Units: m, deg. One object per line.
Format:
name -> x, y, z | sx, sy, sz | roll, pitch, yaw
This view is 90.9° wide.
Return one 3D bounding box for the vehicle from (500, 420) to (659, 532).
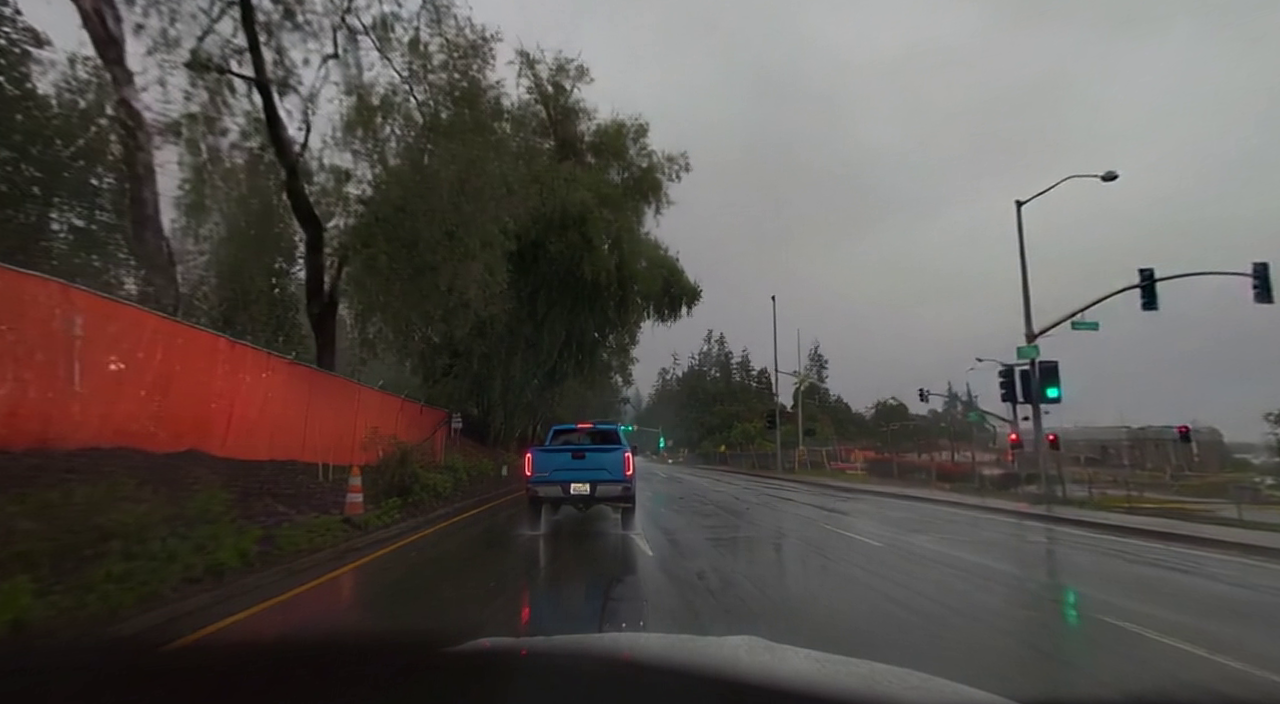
vehicle -> -0.933, 2.302, 12.431 | 2.436, 1.698, 5.322 | 0, -8, 0
